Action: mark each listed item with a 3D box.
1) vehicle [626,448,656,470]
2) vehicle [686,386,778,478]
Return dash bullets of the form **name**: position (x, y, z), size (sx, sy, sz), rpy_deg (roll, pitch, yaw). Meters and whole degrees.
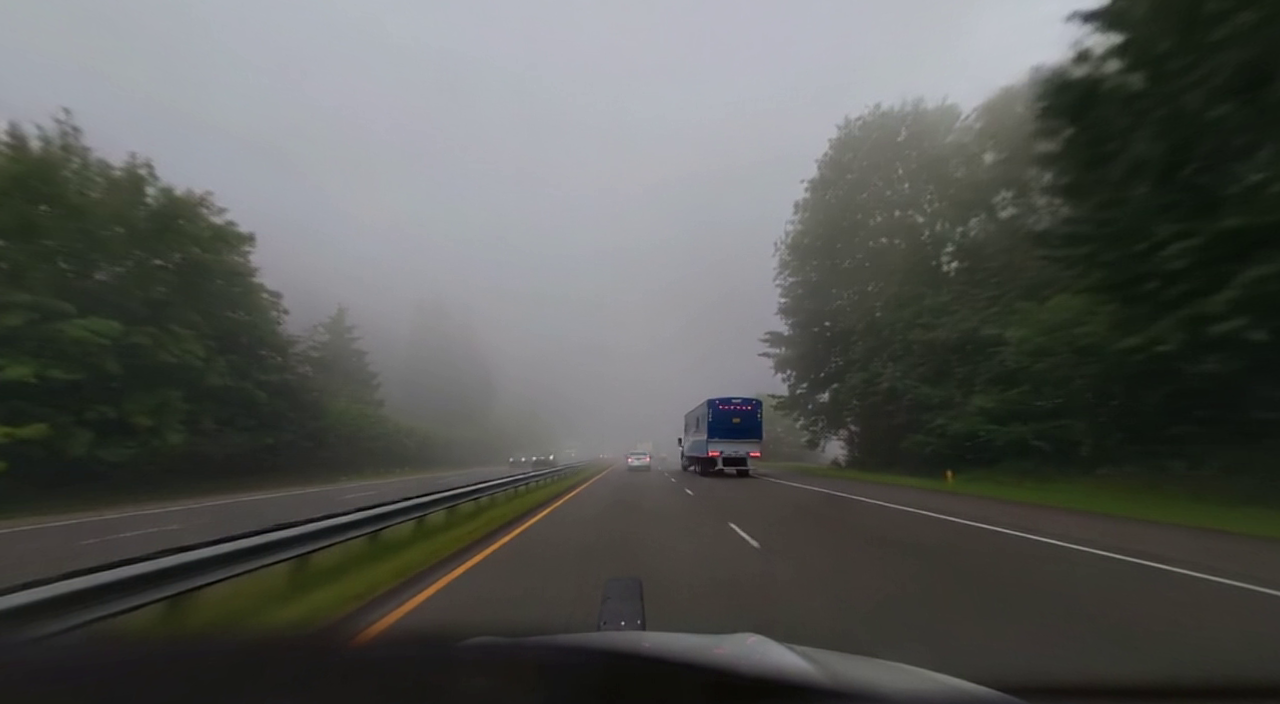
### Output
- **vehicle**: position (0.052, 7.265, 42.892), size (1.926, 1.386, 3.615), rpy_deg (0, -9, 0)
- **vehicle**: position (4.662, 4.707, 35.662), size (2.939, 4.129, 14.300), rpy_deg (0, -9, 0)
